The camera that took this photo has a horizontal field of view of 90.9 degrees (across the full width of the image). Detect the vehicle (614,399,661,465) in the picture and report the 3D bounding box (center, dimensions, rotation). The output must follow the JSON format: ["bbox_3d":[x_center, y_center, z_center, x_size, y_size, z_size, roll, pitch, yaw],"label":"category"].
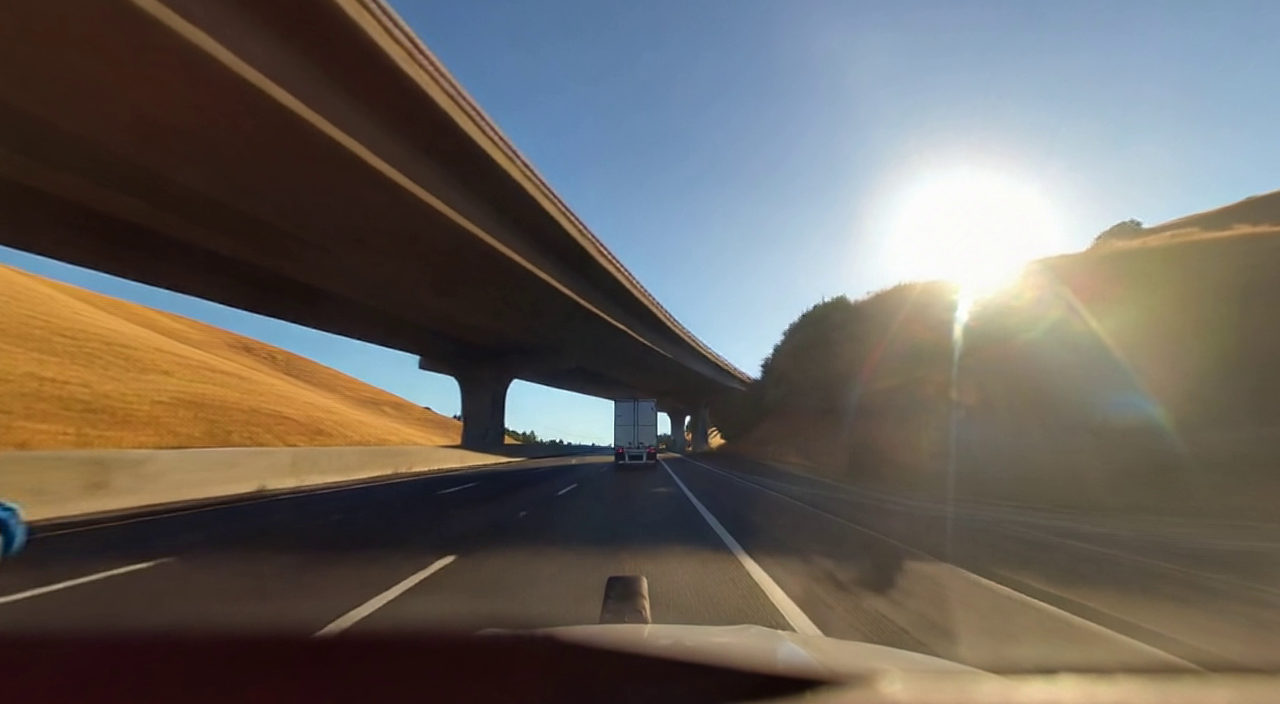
[{"bbox_3d":[-0.140,5.742,44.324,2.866,4.014,11.261,0,-9,0],"label":"vehicle"}]
